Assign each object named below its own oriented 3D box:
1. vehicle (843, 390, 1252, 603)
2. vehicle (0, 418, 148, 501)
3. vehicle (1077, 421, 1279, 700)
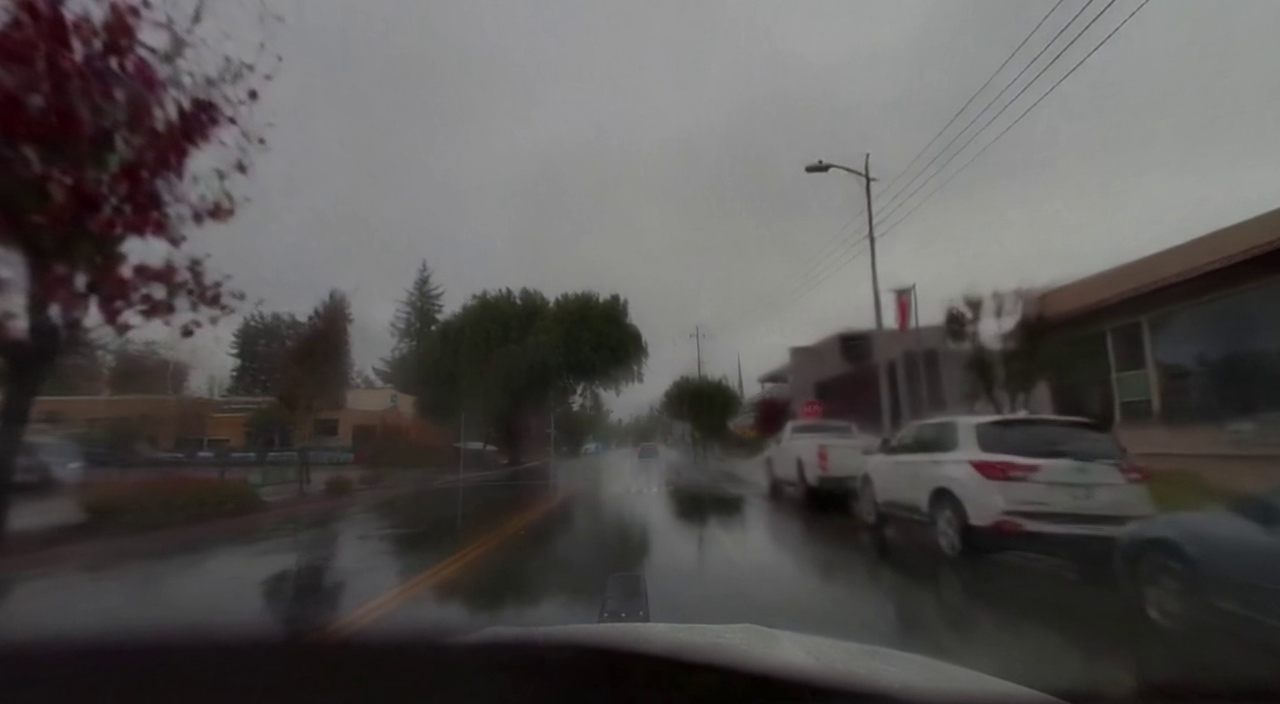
[{"bbox_3d":[4.295,1.603,7.811,2.041,1.838,4.524,0,-9,1],"label":"vehicle"},{"bbox_3d":[-16.538,2.792,16.422,5.388,2.044,2.295,5,-10,-31],"label":"vehicle"},{"bbox_3d":[4.336,1.021,2.727,1.801,1.491,4.308,0,-9,1],"label":"vehicle"}]
